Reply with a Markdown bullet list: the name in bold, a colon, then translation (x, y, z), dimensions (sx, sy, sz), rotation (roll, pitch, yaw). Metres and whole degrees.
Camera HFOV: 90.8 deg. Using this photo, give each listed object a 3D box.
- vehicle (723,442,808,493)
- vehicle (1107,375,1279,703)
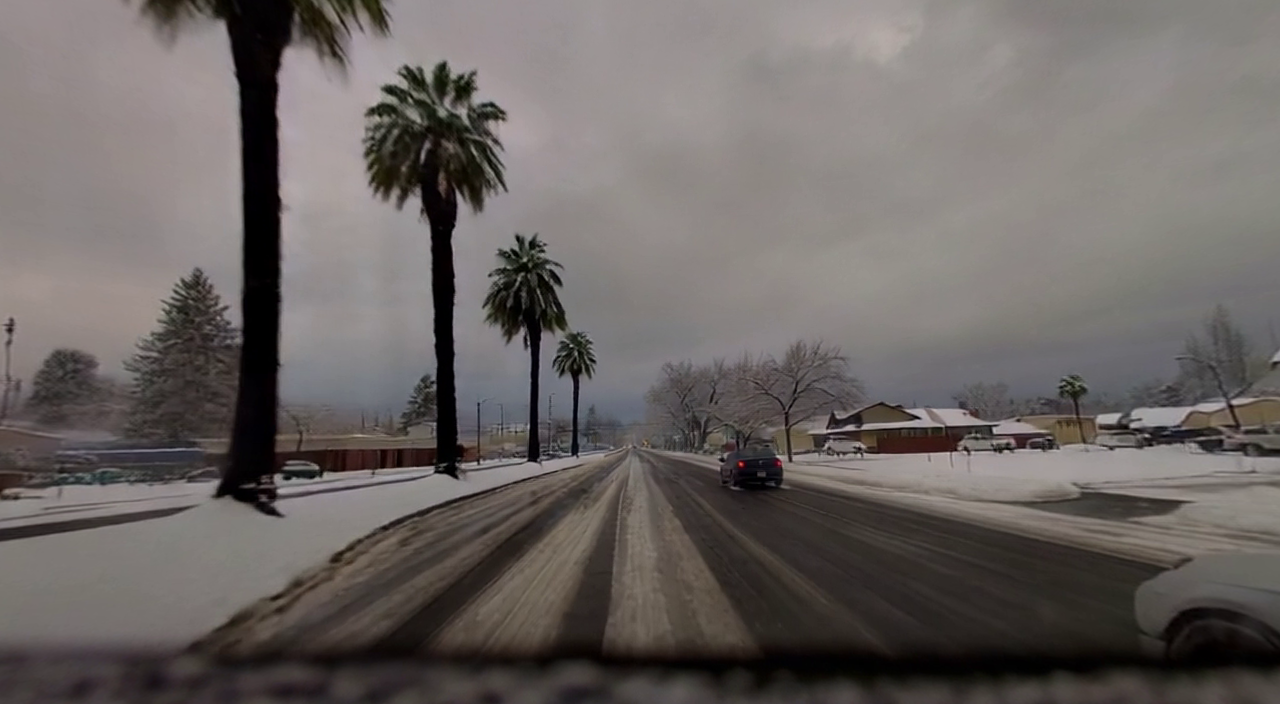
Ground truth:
- **vehicle**: translation (4.038, 3.813, 21.211), dimensions (1.989, 1.492, 4.689), rotation (0, -9, 1)
- **vehicle**: translation (3.196, 0.602, 0.458), dimensions (2.065, 1.539, 4.727), rotation (0, -9, 0)
